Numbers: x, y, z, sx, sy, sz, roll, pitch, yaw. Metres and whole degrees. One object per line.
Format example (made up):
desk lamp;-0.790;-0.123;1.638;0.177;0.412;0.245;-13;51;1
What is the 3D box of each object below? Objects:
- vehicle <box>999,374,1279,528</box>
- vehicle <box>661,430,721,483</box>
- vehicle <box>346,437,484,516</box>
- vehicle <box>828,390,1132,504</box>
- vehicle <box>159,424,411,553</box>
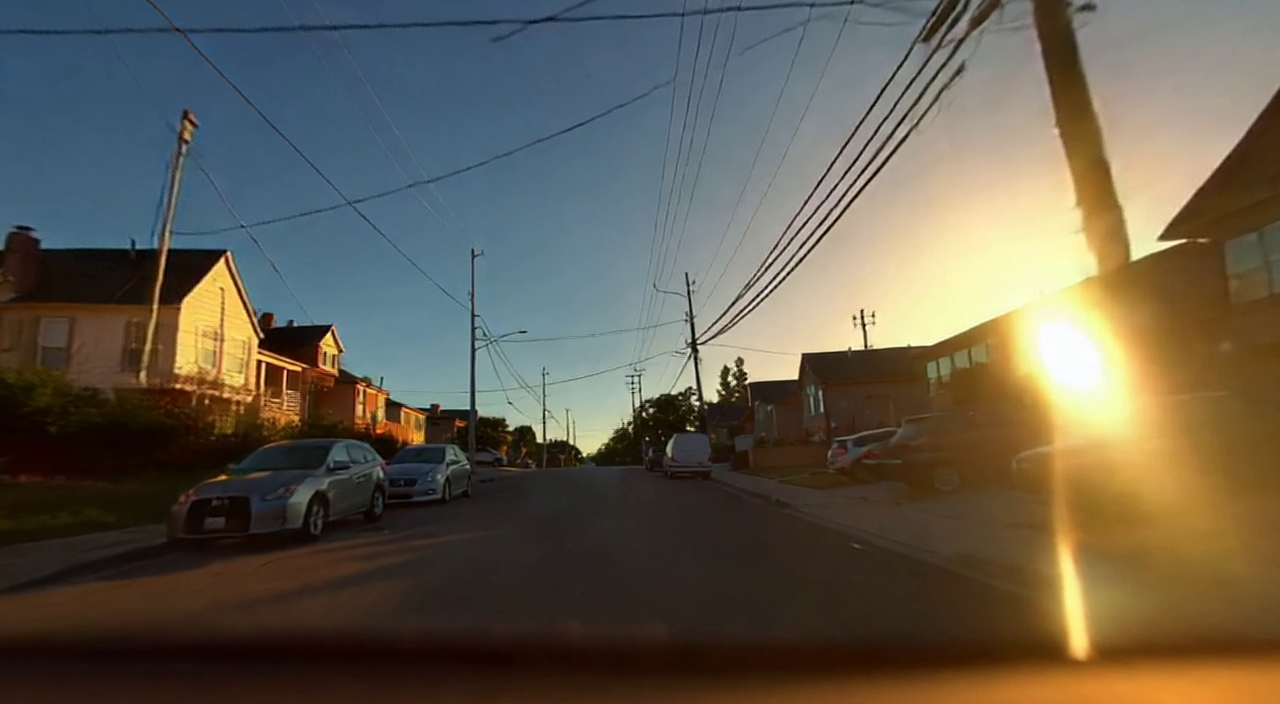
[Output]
vehicle;7.946;1.325;9.023;4.315;1.736;1.950;-4;-9;-4
vehicle;2.273;4.869;29.638;2.343;2.229;4.199;1;-9;-2
vehicle;-5.206;2.882;15.372;1.960;1.507;4.542;-1;-7;-4
vehicle;7.515;2.168;14.418;5.615;1.787;2.014;-6;-9;-2
vehicle;-5.361;2.036;10.287;1.967;1.656;3.924;1;-7;-3
